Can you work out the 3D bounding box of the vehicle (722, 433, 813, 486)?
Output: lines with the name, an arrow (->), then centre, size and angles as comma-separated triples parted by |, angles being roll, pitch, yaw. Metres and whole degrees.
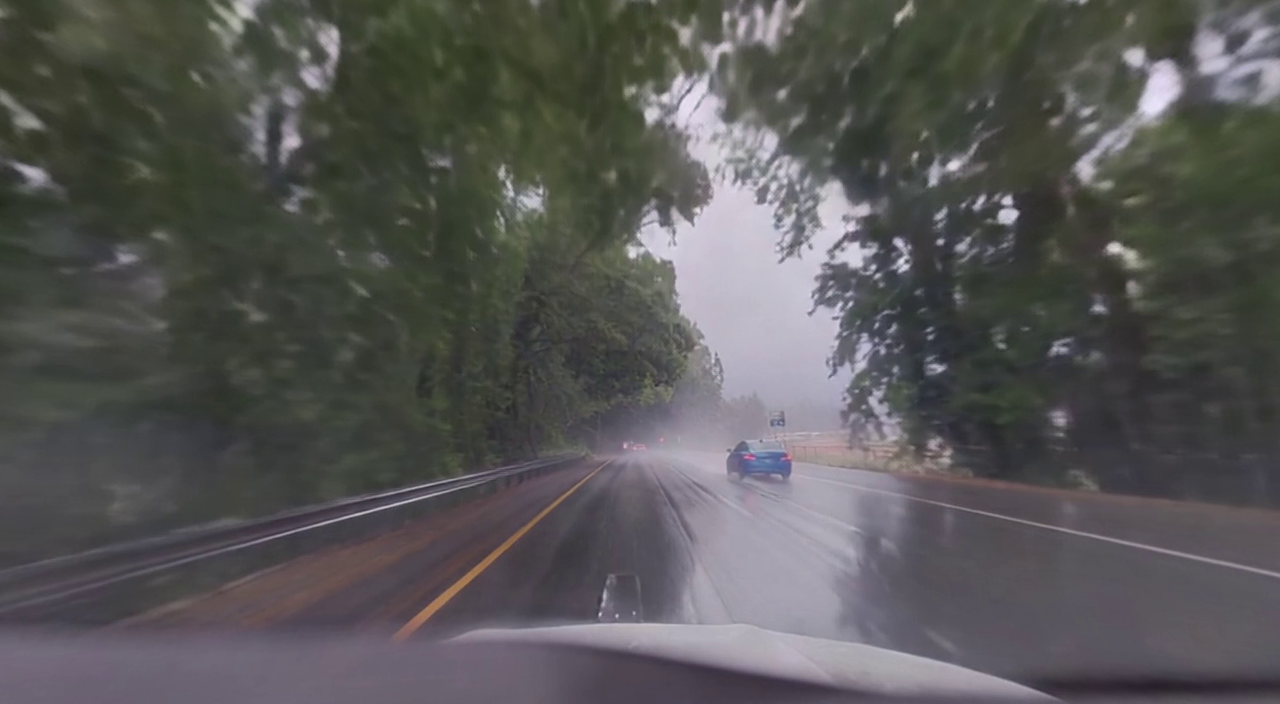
vehicle -> 4.086, 3.527, 21.002 | 1.905, 1.525, 4.719 | 0, -8, -2
